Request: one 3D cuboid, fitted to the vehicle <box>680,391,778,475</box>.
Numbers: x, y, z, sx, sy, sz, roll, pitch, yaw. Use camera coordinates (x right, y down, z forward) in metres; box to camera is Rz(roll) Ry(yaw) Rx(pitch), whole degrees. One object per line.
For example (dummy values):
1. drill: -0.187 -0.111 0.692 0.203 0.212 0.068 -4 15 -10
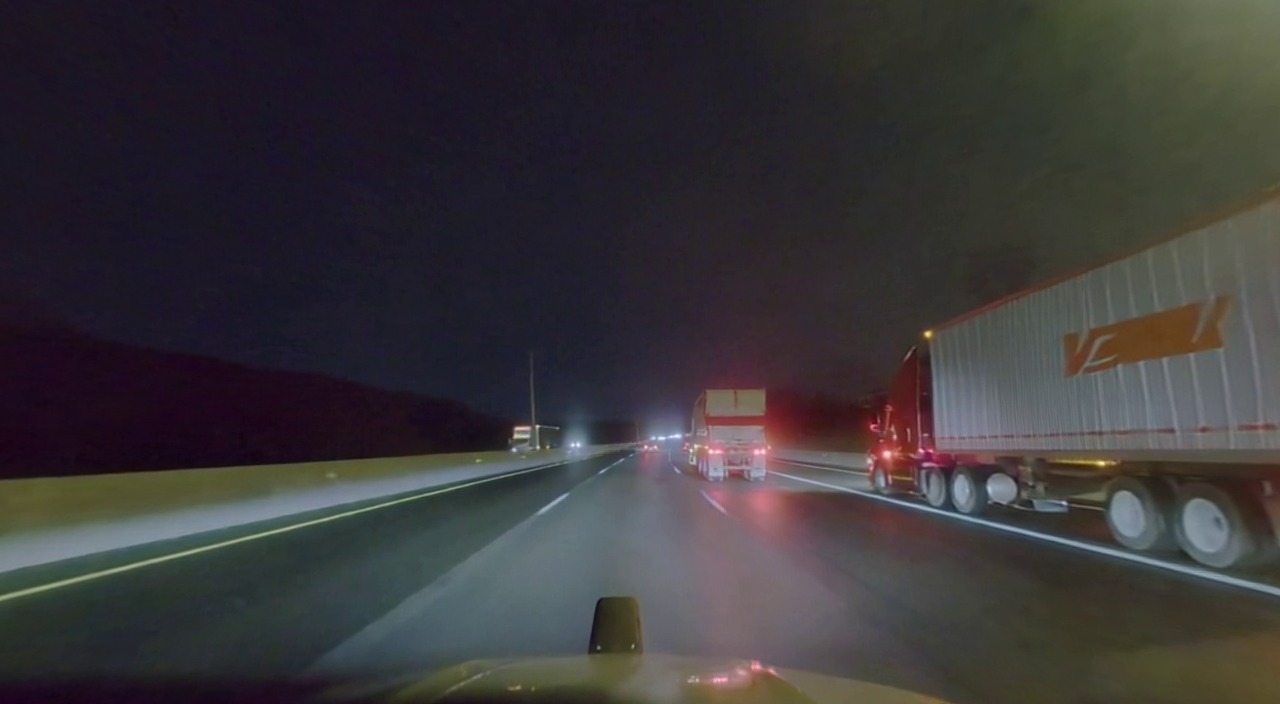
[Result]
1. vehicle: 4.144 4.246 32.703 3.306 3.531 11.717 -1 -8 0
